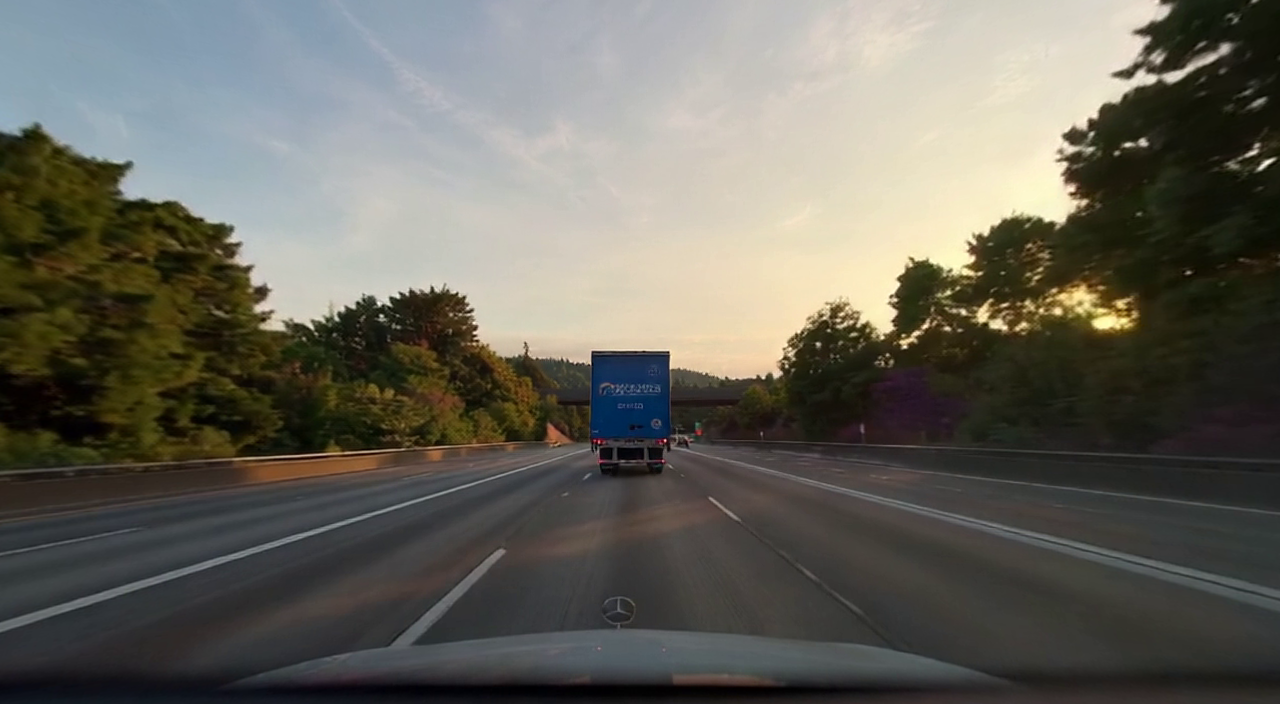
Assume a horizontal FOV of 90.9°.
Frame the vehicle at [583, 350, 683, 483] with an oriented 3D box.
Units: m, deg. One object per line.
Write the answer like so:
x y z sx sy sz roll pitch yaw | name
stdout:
-0.418 2.540 23.580 2.895 3.861 10.213 0 -8 -2 | vehicle
